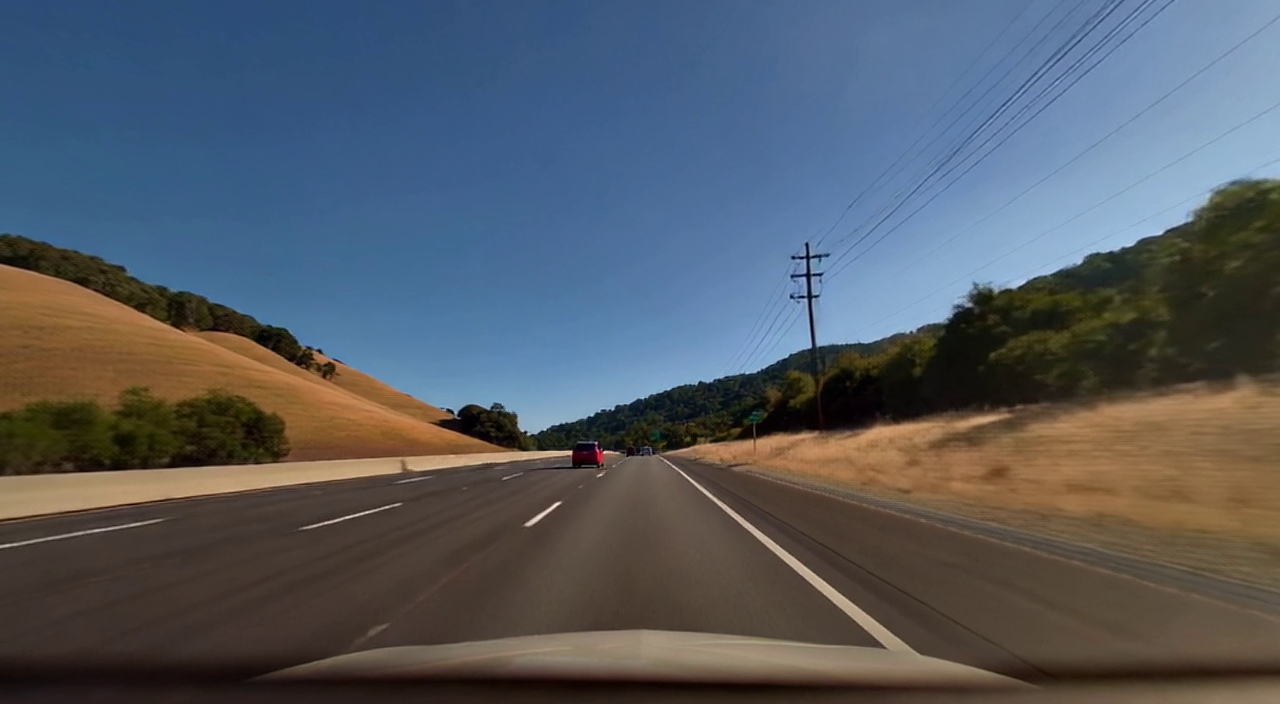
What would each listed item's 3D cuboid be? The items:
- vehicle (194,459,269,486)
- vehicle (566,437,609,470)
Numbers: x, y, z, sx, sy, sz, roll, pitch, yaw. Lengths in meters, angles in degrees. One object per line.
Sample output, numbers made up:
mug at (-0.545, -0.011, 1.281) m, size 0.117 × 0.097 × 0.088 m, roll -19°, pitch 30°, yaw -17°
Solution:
vehicle at (-25.517, 7.502, 39.578) m, size 1.847 × 1.470 × 4.288 m, roll 0°, pitch -8°, yaw 0°
vehicle at (-3.102, 6.071, 38.024) m, size 2.136 × 1.845 × 4.515 m, roll 0°, pitch -8°, yaw 1°
